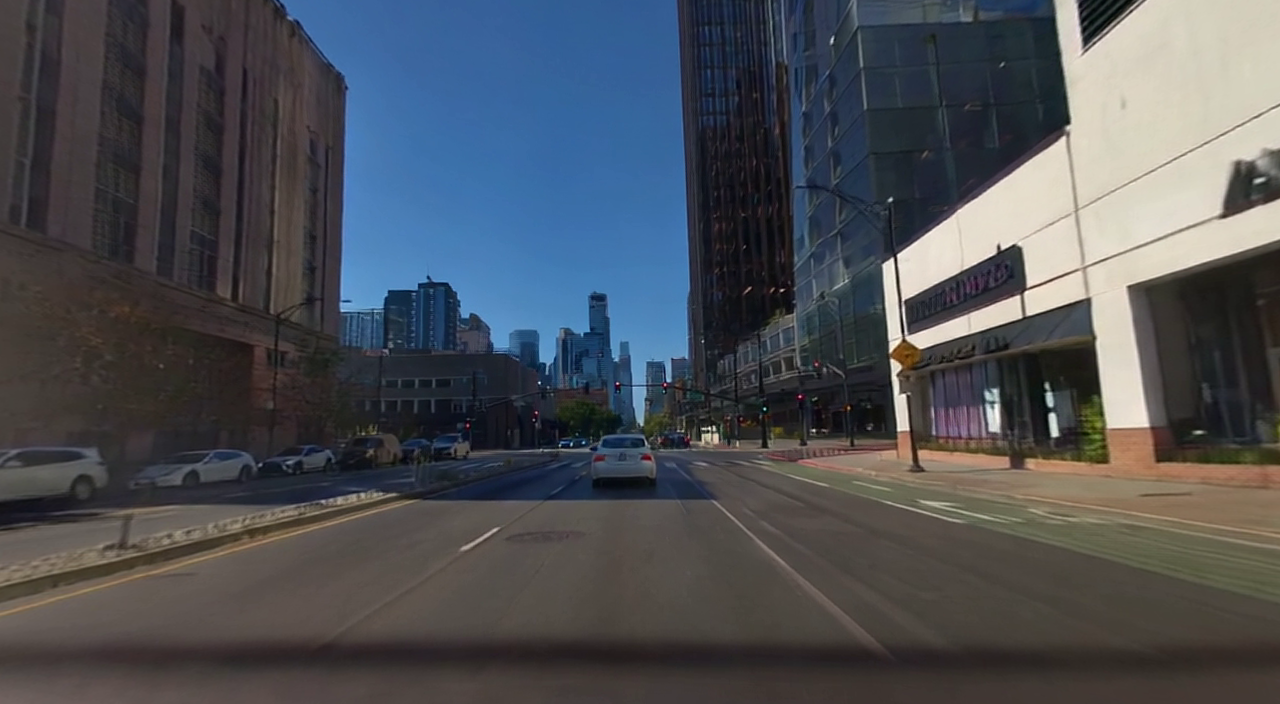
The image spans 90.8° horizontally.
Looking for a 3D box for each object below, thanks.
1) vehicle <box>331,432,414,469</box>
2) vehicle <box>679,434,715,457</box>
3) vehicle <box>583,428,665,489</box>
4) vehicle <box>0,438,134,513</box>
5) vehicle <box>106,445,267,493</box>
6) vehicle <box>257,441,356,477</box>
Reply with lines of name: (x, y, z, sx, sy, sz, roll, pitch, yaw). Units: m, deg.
vehicle: (-15.414, 5.710, 36.846, 2.250, 1.981, 5.861, 0, -8, 0)
vehicle: (3.736, 6.259, 42.281, 2.122, 1.454, 4.271, 0, -8, 1)
vehicle: (-0.389, 2.923, 17.640, 2.045, 1.510, 3.690, 0, -8, 0)
vehicle: (-15.522, 2.979, 15.529, 2.130, 1.692, 4.734, 0, -8, 2)
vehicle: (-15.668, 4.024, 22.267, 1.931, 1.455, 5.023, 0, -8, 0)
vehicle: (-15.594, 4.997, 29.847, 2.131, 1.560, 4.563, 0, -8, 1)
